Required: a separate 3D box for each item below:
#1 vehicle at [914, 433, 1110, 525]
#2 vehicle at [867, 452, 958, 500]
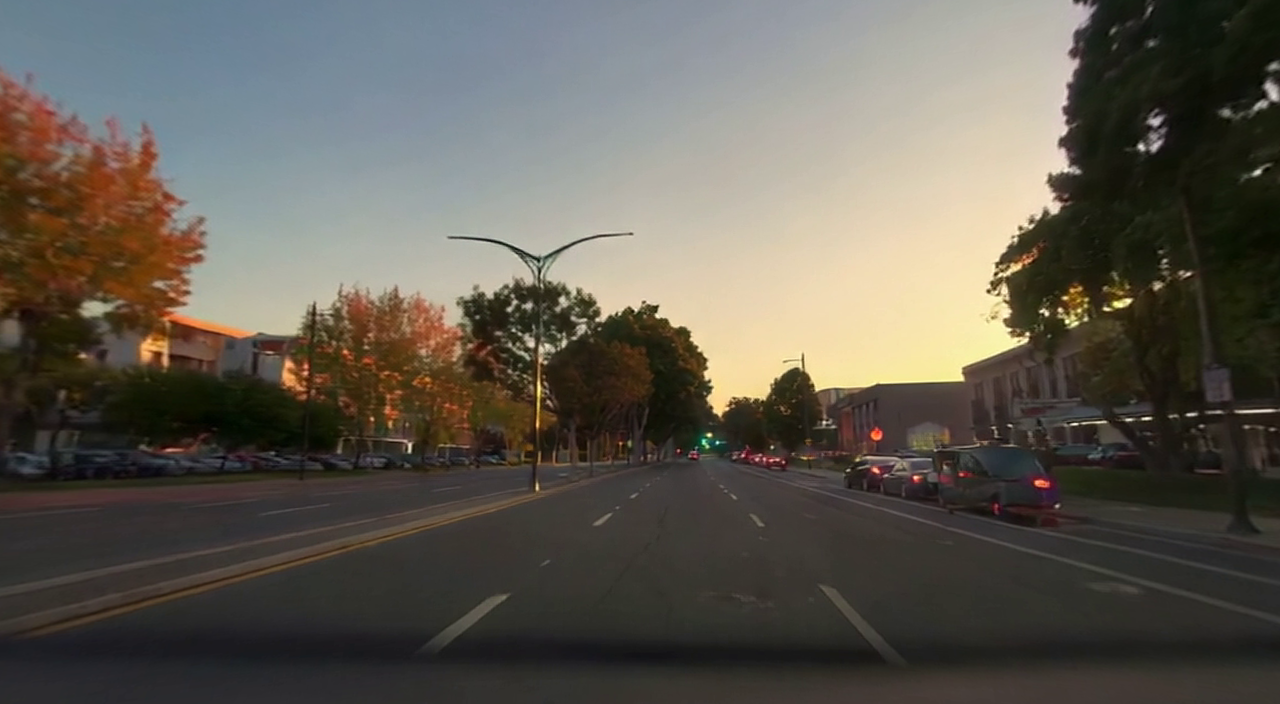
[{"bbox_3d":[8.668,2.944,15.342,2.152,1.869,4.476,0,-8,2],"label":"vehicle"},{"bbox_3d":[9.347,4.245,22.017,1.714,1.439,4.020,-1,-8,6],"label":"vehicle"}]
